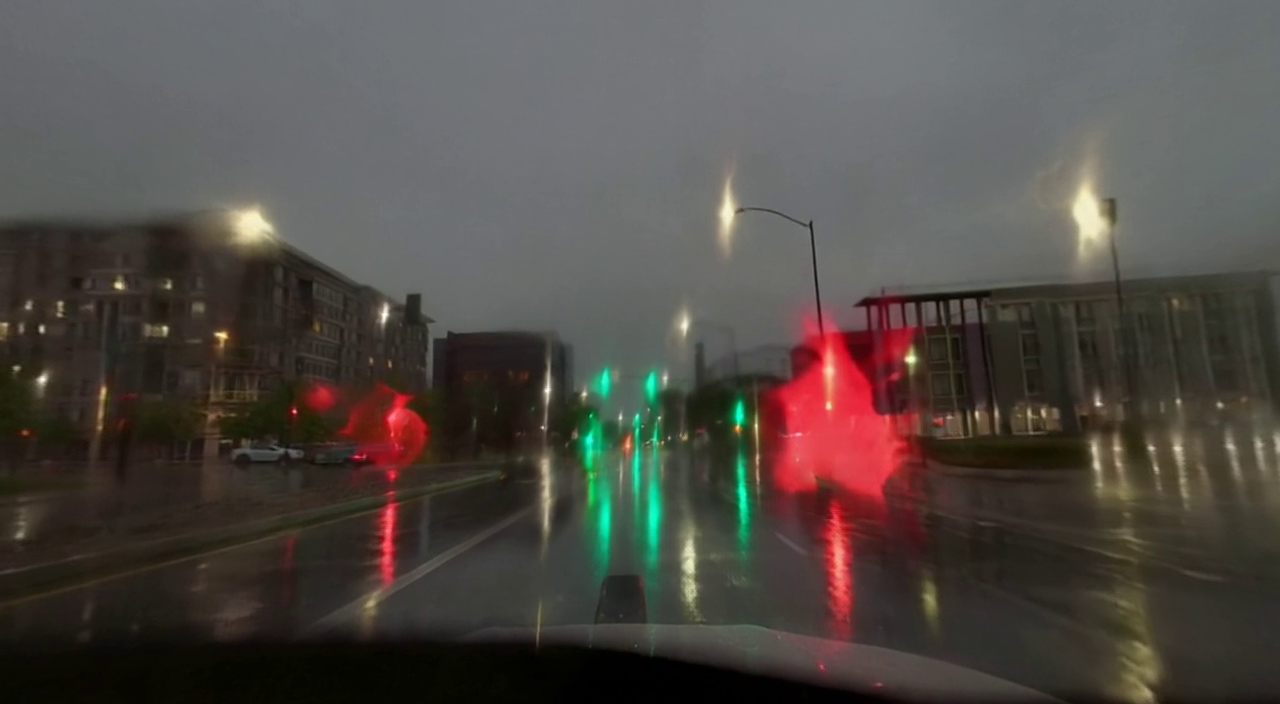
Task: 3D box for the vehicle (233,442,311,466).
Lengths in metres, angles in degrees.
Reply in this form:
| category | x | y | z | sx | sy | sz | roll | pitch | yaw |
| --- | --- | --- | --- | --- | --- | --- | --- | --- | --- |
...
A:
| category | x | y | z | sx | sy | sz | roll | pitch | yaw |
| --- | --- | --- | --- | --- | --- | --- | --- | --- | --- |
| vehicle | -27.913 | 7.745 | 47.900 | 4.603 | 1.666 | 1.972 | 0 | -8 | -4 |
